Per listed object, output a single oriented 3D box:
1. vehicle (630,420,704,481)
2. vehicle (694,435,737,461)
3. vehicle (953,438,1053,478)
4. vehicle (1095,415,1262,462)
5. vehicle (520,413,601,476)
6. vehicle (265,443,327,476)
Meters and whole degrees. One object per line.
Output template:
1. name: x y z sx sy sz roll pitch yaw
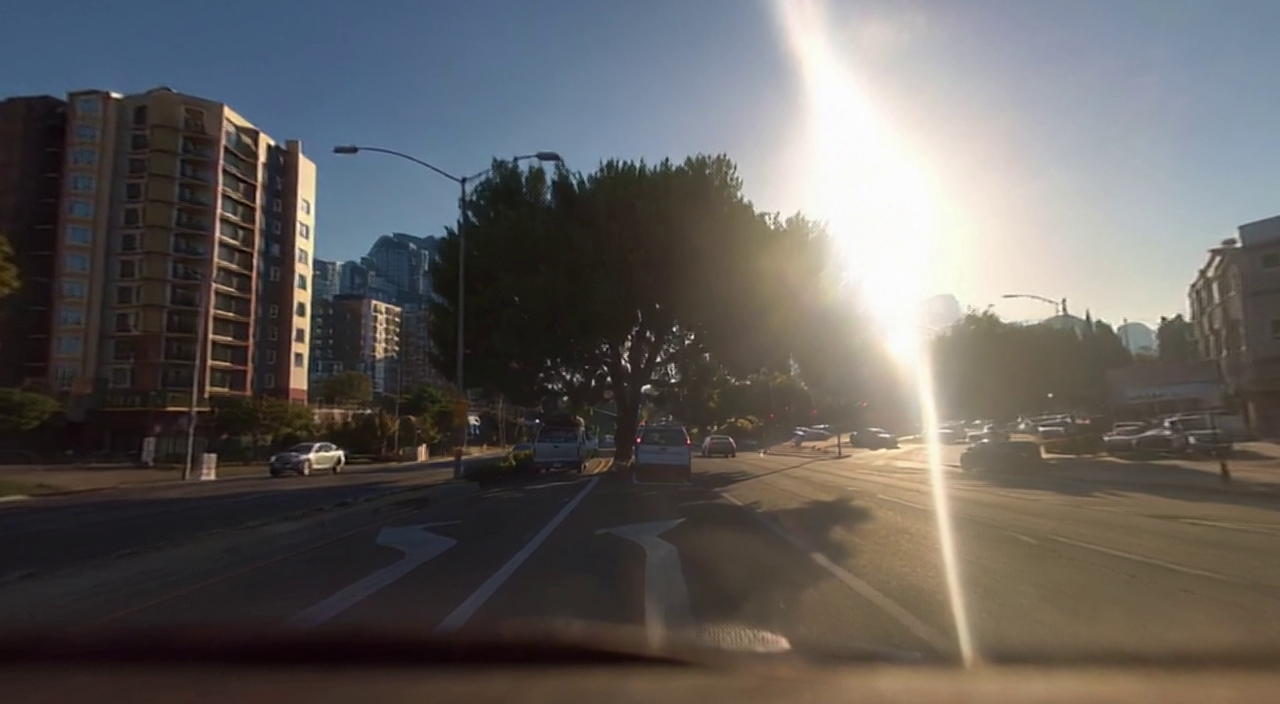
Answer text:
1. vehicle: 0.795 3.268 21.097 2.222 1.841 4.031 0 -8 -1
2. vehicle: 4.657 6.008 39.549 2.075 1.486 4.316 0 -8 -1
3. vehicle: 14.339 4.192 25.153 1.706 1.474 3.761 0 -8 0
4. vehicle: 23.274 3.797 27.451 5.050 1.756 2.206 -2 -9 1
5. vehicle: -2.838 3.496 23.895 2.396 2.143 4.824 0 -8 1
6. vehicle: -16.962 5.278 31.289 1.993 1.462 4.586 3 -9 -20
